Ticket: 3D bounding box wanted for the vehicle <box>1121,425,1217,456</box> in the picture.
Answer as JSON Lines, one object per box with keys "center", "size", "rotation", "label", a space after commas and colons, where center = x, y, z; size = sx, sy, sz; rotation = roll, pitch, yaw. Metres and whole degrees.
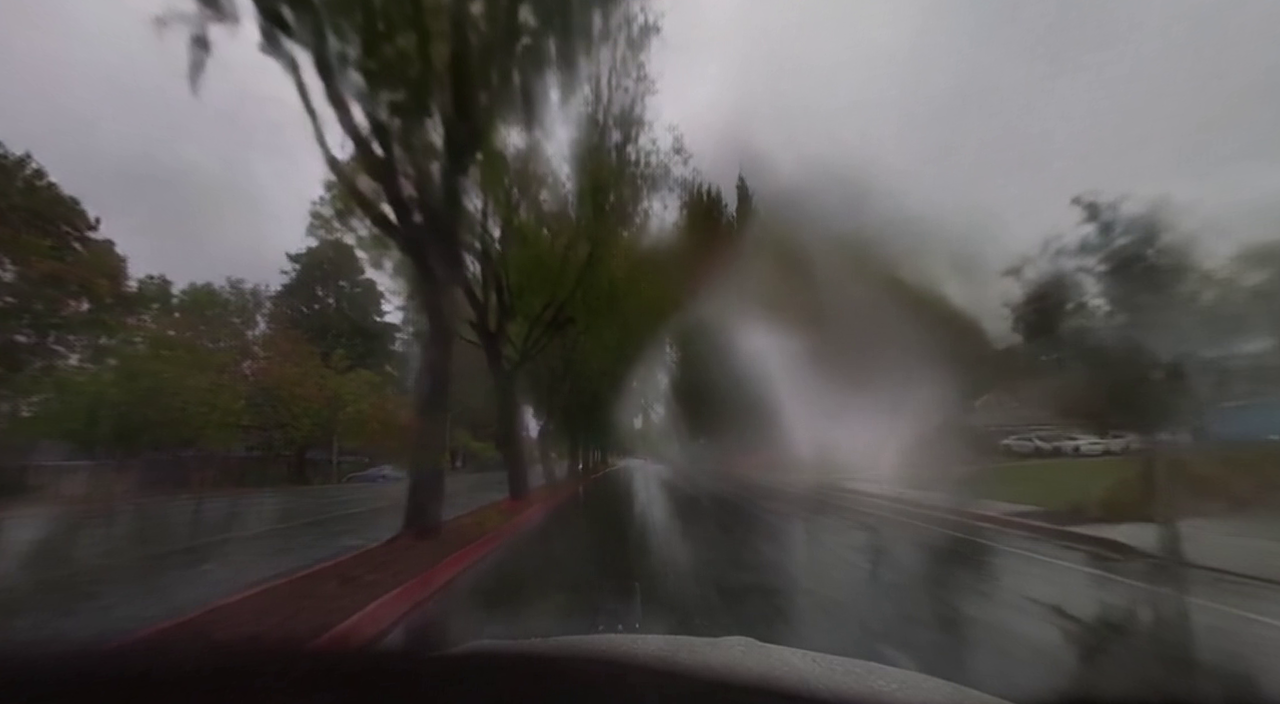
{"center": [32.322, 5.500, 38.817], "size": [2.031, 1.648, 4.246], "rotation": [0, -11, -3], "label": "vehicle"}
